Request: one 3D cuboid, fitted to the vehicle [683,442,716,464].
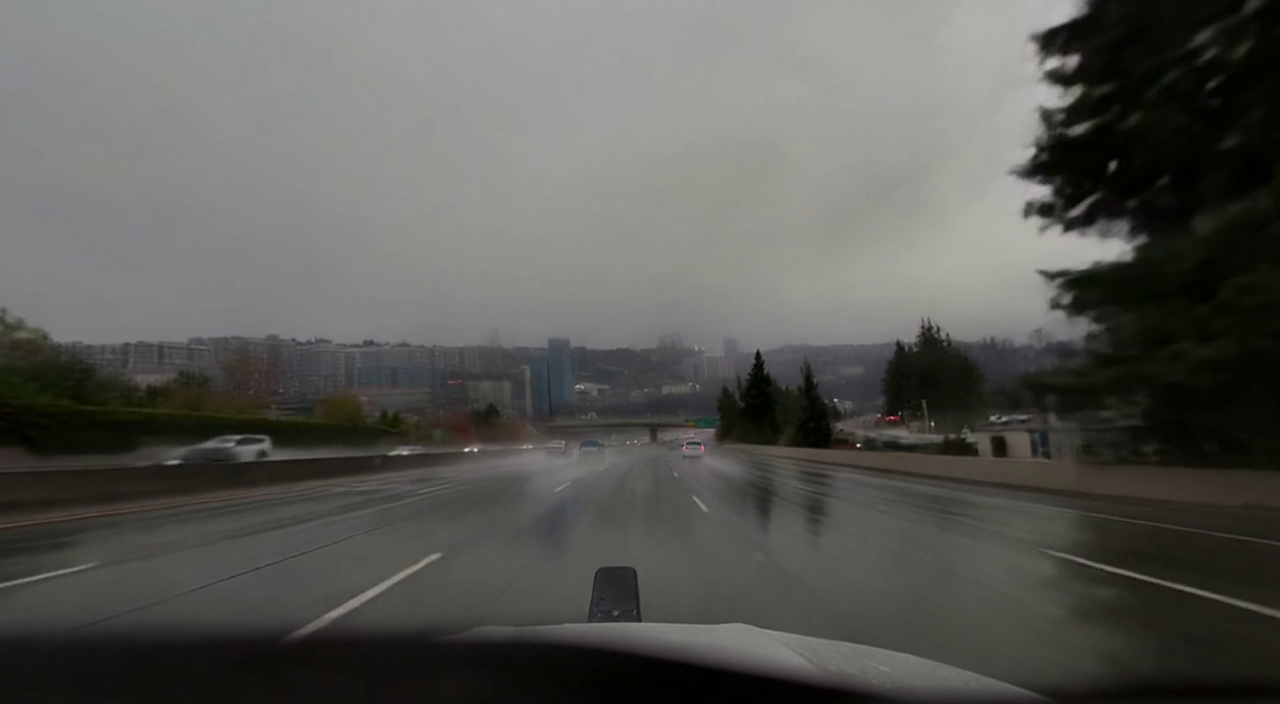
[{"bbox_3d":[4.133,7.114,44.733,1.967,1.475,4.080,0,-8,1],"label":"vehicle"}]

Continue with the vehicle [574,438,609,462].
[{"bbox_3d":[-3.568,7.320,47.227,2.179,1.693,4.204,0,-9,2],"label":"vehicle"}]

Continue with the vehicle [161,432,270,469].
[{"bbox_3d":[-30.394,7.104,45.622,2.759,2.434,6.983,0,-9,2],"label":"vehicle"}]

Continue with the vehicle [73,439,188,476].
[{"bbox_3d":[-27.294,5.667,34.110,2.025,1.831,4.851,0,-9,1],"label":"vehicle"}]
